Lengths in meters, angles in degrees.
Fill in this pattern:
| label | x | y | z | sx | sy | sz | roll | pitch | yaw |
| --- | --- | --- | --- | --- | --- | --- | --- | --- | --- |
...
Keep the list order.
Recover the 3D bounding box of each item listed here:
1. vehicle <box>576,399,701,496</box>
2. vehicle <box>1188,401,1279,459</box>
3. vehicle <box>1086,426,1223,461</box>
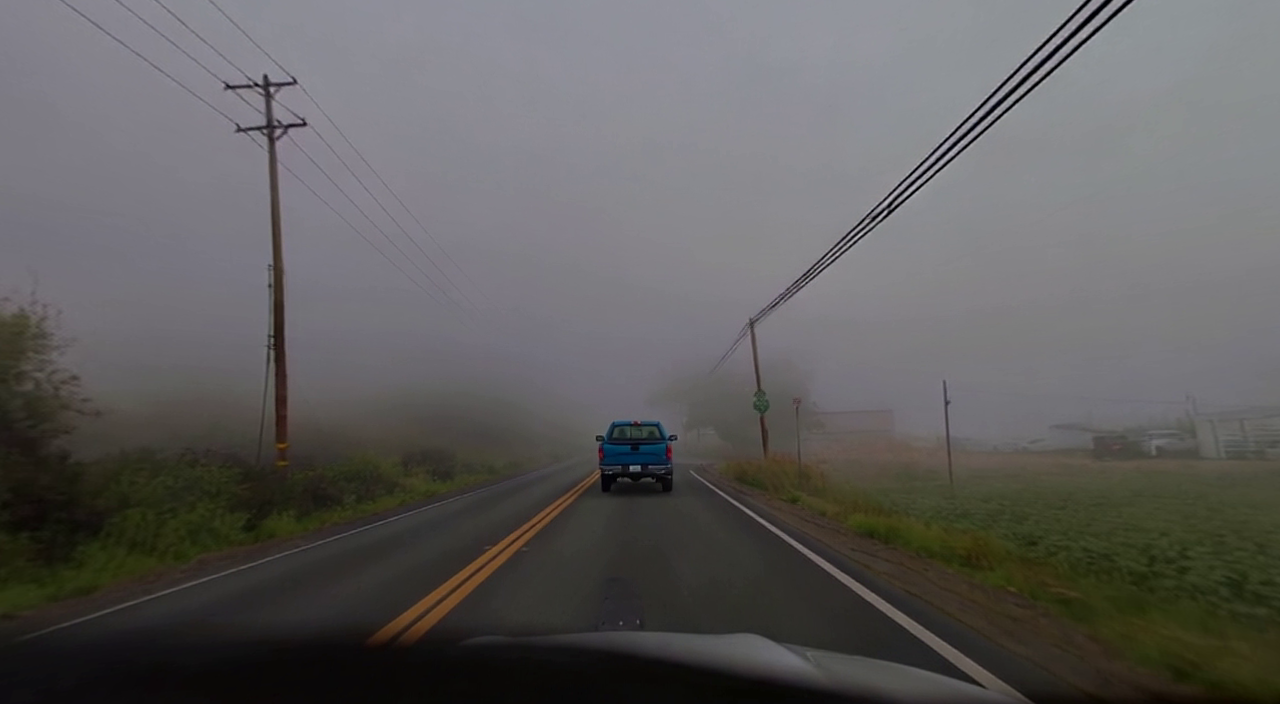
| label | x | y | z | sx | sy | sz | roll | pitch | yaw |
| --- | --- | --- | --- | --- | --- | --- | --- | --- | --- |
| vehicle | -0.073 | 2.874 | 19.110 | 3.021 | 2.326 | 7.410 | 0 | -9 | -1 |
| vehicle | 33.655 | 4.151 | 33.373 | 2.581 | 2.932 | 6.340 | 4 | -9 | -27 |
| vehicle | 31.438 | 5.661 | 38.977 | 2.323 | 2.002 | 6.310 | 2 | -9 | -13 |
